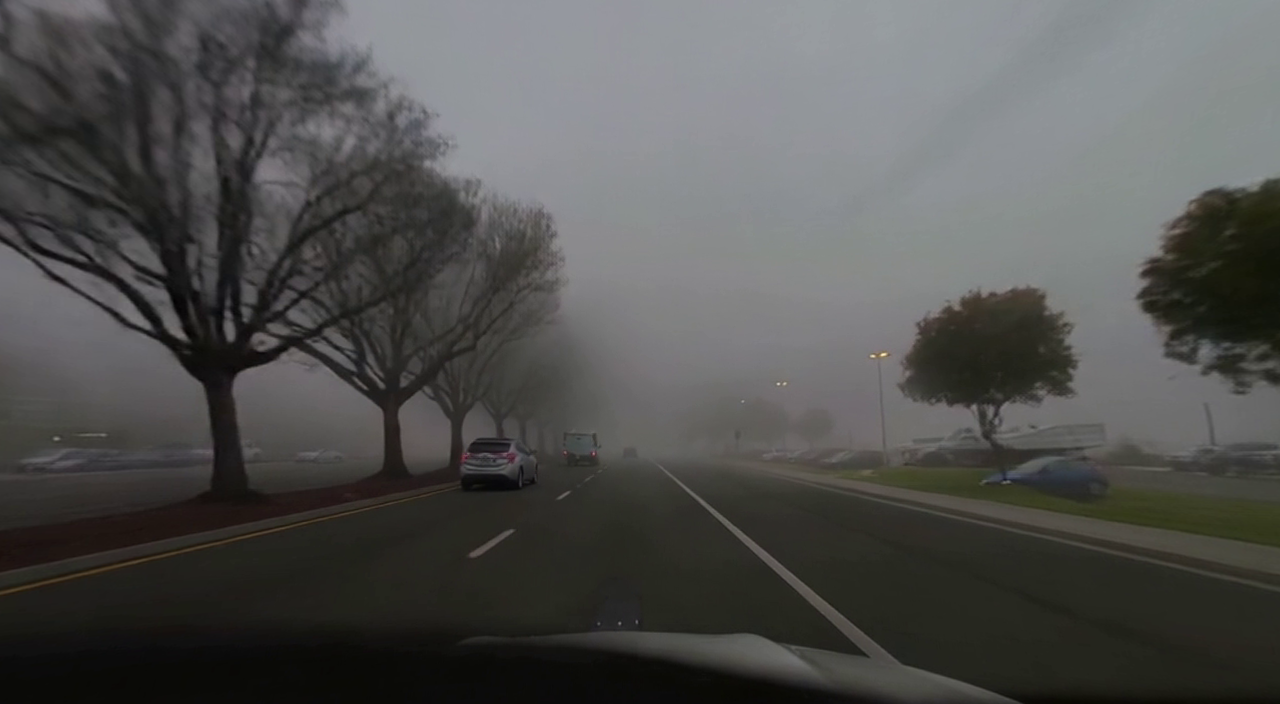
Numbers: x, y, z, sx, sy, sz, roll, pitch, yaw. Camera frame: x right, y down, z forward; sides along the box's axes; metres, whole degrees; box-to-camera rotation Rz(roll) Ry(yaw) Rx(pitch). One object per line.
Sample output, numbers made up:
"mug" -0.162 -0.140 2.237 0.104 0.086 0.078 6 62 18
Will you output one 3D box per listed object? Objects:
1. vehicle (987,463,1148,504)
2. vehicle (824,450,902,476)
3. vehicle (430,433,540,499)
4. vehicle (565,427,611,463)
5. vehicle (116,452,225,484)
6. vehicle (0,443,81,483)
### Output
"vehicle" 16.487 5.080 24.483 4.723 1.466 2.085 0 -9 -1
"vehicle" 16.752 8.335 47.480 5.041 1.803 2.182 -1 -9 1
"vehicle" -4.309 3.241 18.316 2.109 1.672 4.256 0 -9 0
"vehicle" -3.828 7.087 47.835 2.917 2.524 6.990 0 -9 0
"vehicle" -22.999 5.667 31.100 1.885 1.428 4.638 0 -9 -1
"vehicle" -28.609 5.017 28.732 1.946 1.711 4.518 0 -9 0
